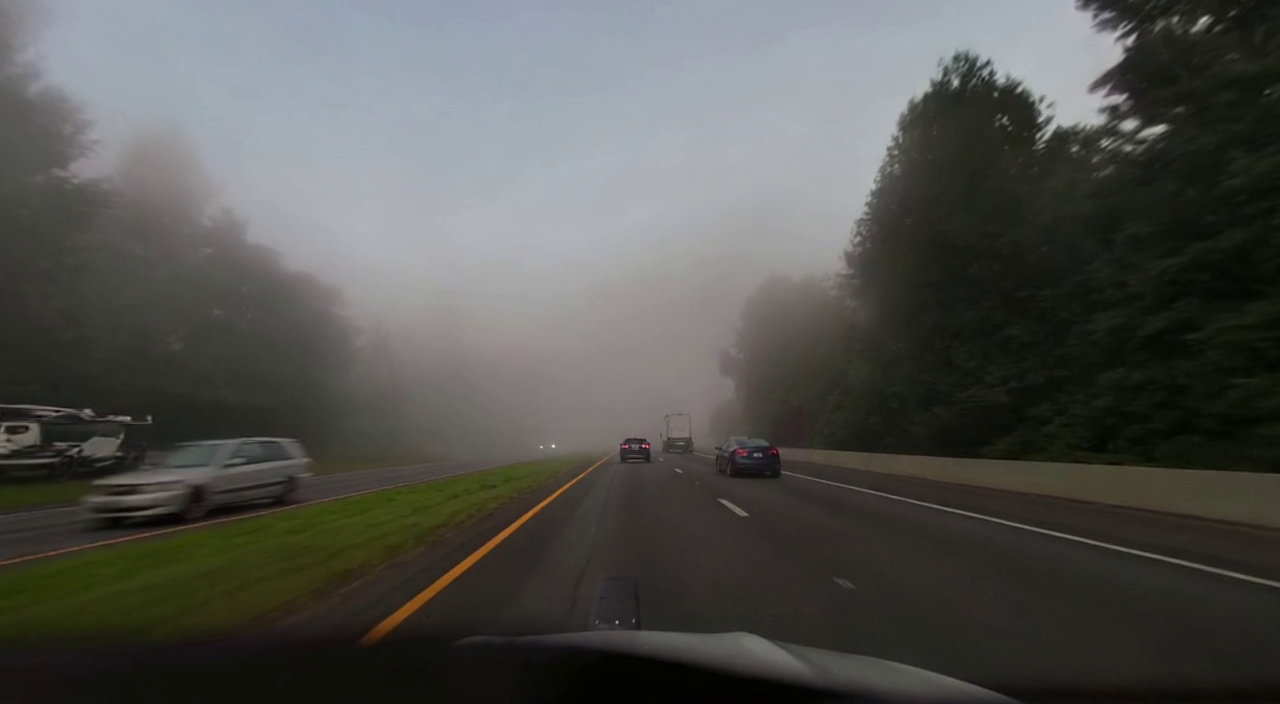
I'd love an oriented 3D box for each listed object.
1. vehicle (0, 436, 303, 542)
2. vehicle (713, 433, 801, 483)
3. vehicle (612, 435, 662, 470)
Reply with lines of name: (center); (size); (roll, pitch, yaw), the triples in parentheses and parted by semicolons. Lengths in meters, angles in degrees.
vehicle: (-9.165, 2.500, 12.519); (2.103, 1.616, 5.187); (0, -8, 0)
vehicle: (3.775, 3.483, 21.222); (2.004, 1.469, 4.472); (0, -8, -2)
vehicle: (-0.141, 4.583, 29.099); (2.143, 1.466, 3.693); (0, -8, 0)
